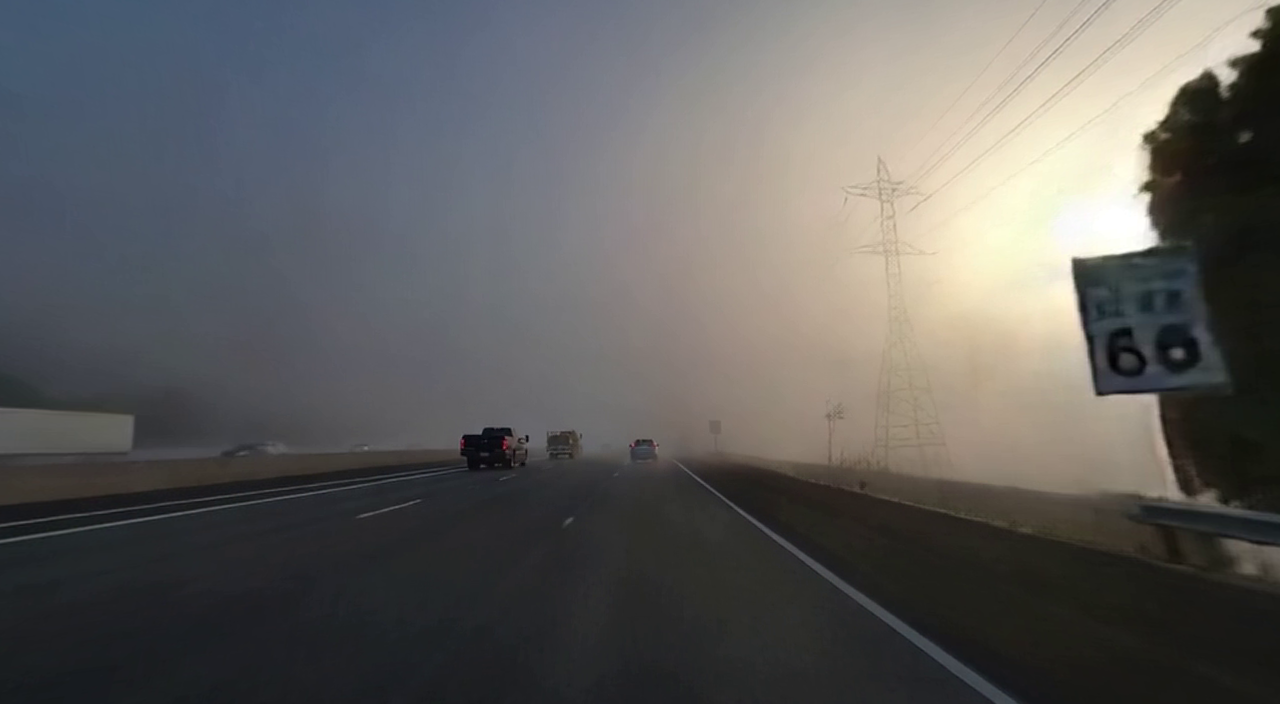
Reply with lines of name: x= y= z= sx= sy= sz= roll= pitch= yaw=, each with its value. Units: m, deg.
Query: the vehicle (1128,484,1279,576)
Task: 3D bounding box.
vehicle: x=26.620 y=7.950 z=29.034 sx=2.975 sy=3.291 sz=6.400 roll=0 pitch=-8 yaw=-1

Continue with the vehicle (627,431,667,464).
vehicle: x=0.442 y=6.195 z=41.076 sx=2.448 sy=2.025 sz=5.193 roll=0 pitch=-8 yaw=1

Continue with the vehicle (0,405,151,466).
vehicle: x=-40.274 y=5.911 z=44.271 sx=2.866 sy=3.719 sz=10.874 roll=0 pitch=-8 yaw=2

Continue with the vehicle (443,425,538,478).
vehicle: x=-6.245 y=4.259 z=27.345 sx=2.460 sy=1.992 sz=6.474 roll=0 pitch=-8 yaw=1
